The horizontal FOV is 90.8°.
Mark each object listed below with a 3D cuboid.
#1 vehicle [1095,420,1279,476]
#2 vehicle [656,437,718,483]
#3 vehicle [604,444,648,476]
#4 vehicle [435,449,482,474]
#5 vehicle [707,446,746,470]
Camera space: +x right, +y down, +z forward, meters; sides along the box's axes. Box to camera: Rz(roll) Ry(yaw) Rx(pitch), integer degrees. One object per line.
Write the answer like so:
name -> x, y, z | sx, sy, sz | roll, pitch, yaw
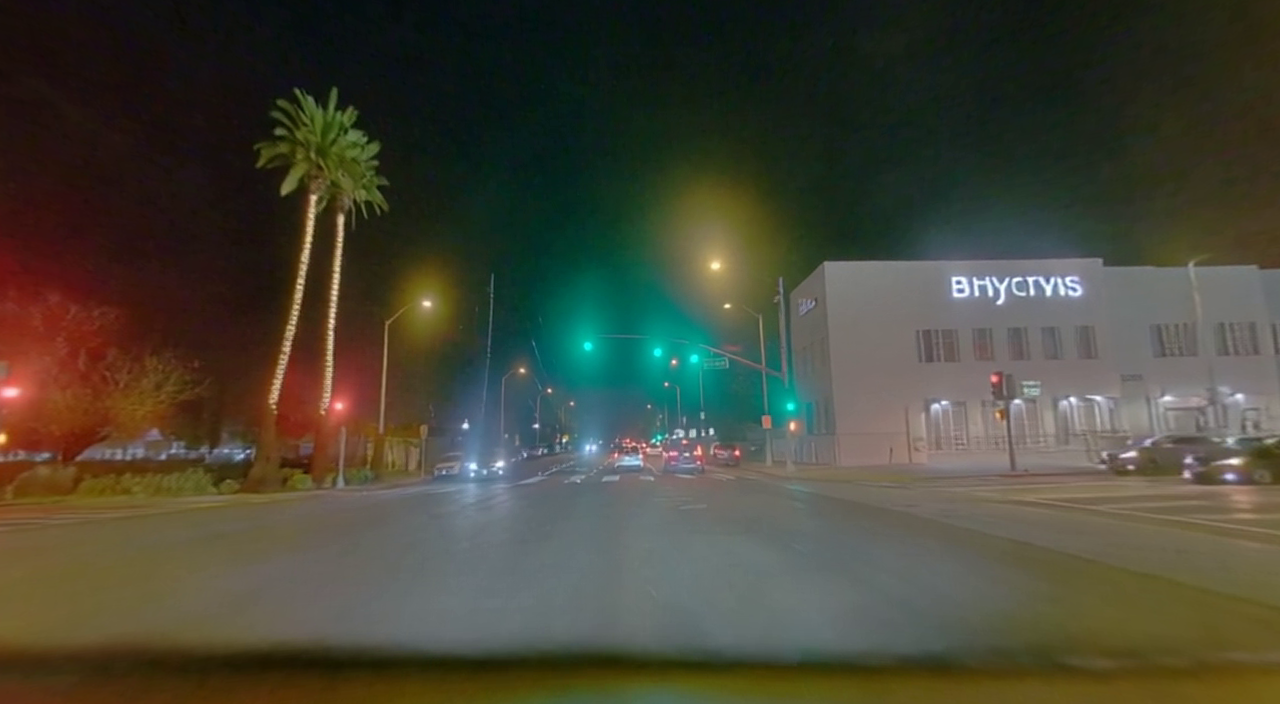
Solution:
vehicle -> 17.698, 3.112, 20.508 | 4.277, 1.665, 2.006 | 0, -9, -1
vehicle -> 1.824, 4.395, 25.970 | 2.003, 1.702, 4.288 | 0, -9, -3
vehicle -> -0.747, 5.459, 32.190 | 2.088, 1.452, 3.993 | 0, -9, -2
vehicle -> -13.547, 8.195, 47.418 | 2.084, 1.747, 4.481 | -1, -9, 1
vehicle -> 5.699, 6.995, 41.946 | 1.860, 1.479, 4.676 | 0, -9, -1
